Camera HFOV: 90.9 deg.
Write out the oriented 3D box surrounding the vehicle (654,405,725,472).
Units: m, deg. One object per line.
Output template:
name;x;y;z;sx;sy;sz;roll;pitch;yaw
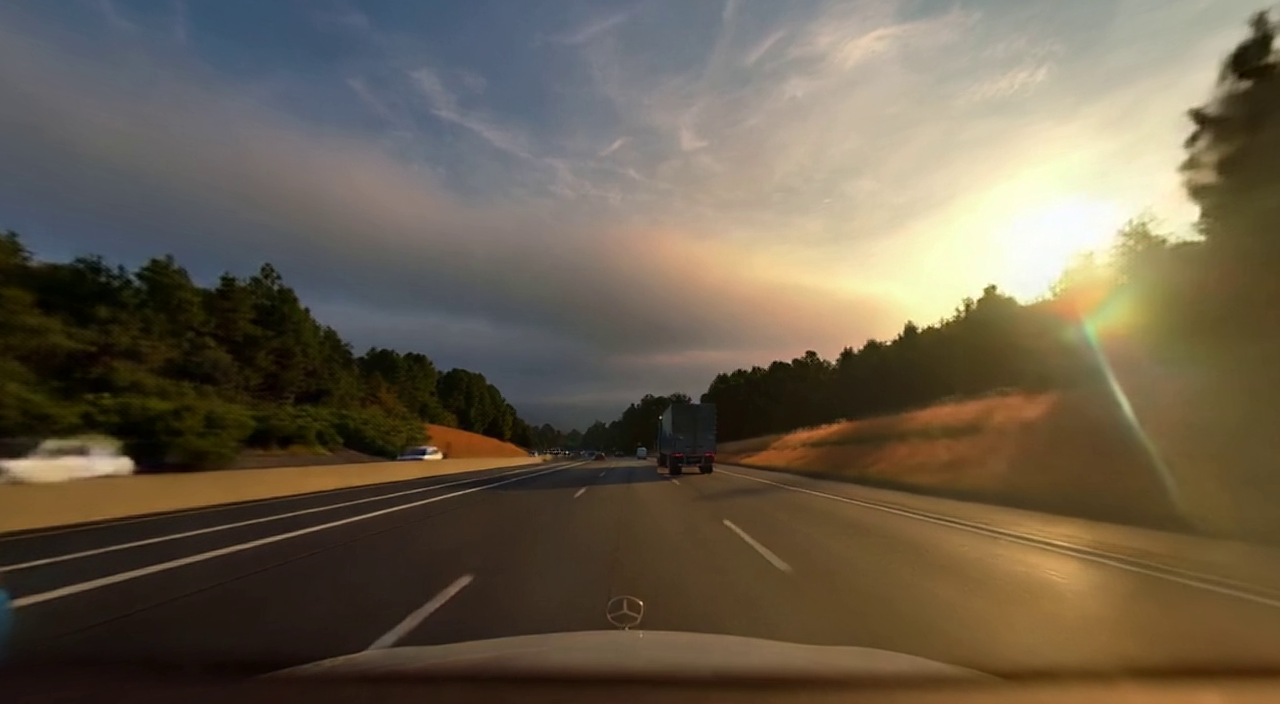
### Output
vehicle;3.366;6.864;48.849;3.532;4.201;17.611;0;-9;-2
